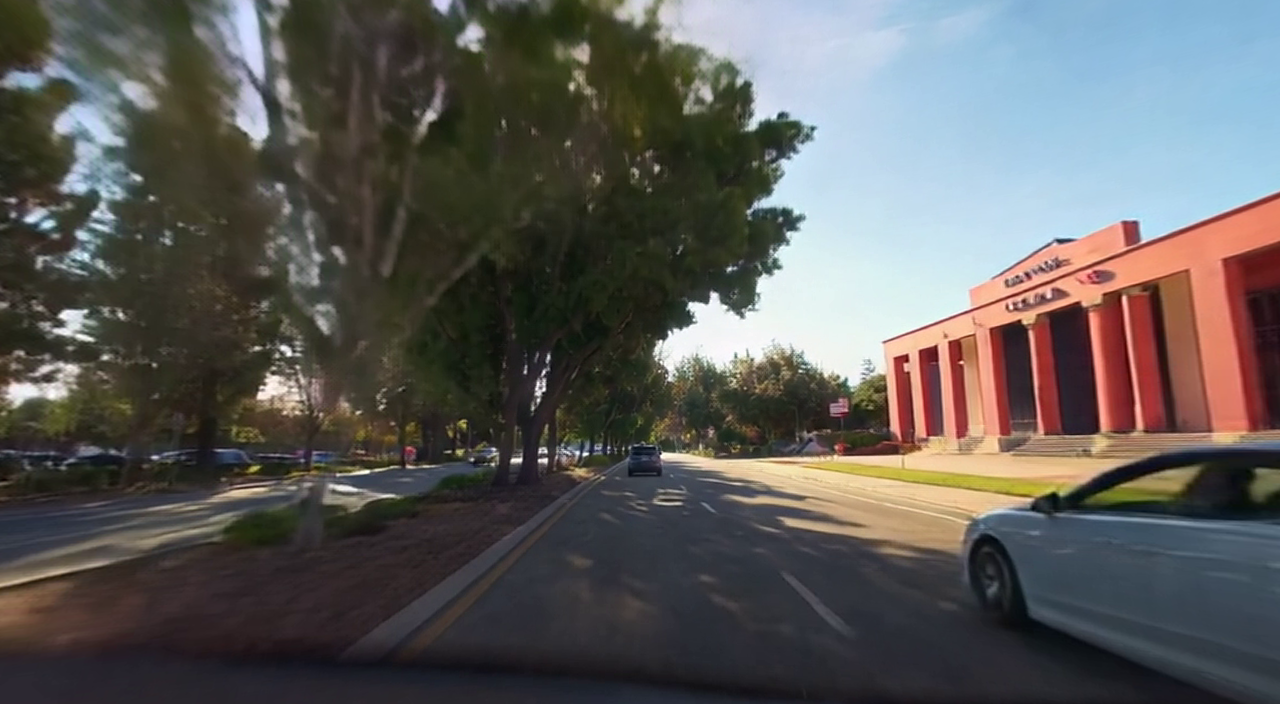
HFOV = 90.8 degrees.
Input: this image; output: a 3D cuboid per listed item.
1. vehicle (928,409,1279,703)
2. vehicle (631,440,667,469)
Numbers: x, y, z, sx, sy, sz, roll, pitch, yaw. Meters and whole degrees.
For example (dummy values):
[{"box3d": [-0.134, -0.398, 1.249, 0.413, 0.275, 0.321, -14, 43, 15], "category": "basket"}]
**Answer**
[{"box3d": [3.677, 1.091, 3.231, 2.132, 1.497, 4.827, 0, -9, 0], "category": "vehicle"}, {"box3d": [0.613, 6.435, 39.723, 2.123, 1.703, 4.292, 0, -9, 3], "category": "vehicle"}]
